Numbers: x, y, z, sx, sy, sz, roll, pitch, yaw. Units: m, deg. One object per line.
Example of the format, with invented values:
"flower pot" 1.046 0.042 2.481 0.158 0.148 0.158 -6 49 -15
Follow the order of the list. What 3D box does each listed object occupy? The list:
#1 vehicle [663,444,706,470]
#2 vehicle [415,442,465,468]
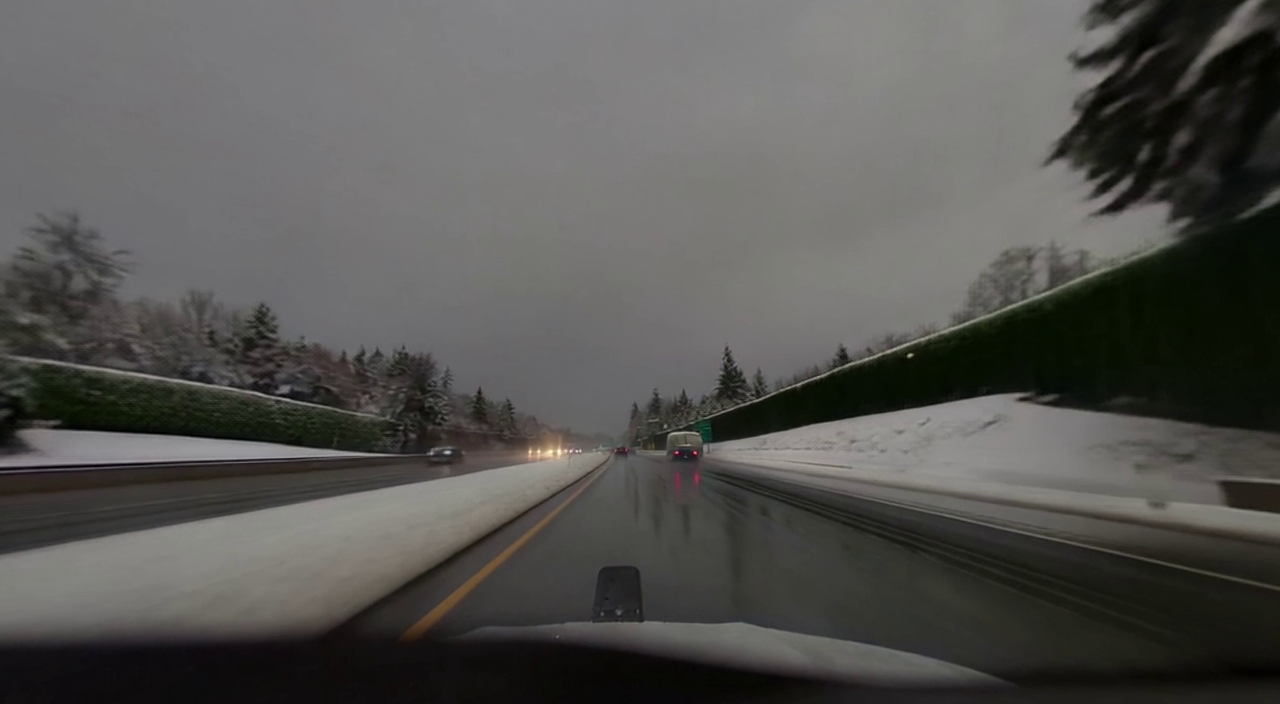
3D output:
"vehicle" 2.731 6.585 39.445 2.244 1.498 4.338 0 -9 -2
"vehicle" -13.614 7.042 42.935 2.049 1.633 4.350 0 -9 -1
